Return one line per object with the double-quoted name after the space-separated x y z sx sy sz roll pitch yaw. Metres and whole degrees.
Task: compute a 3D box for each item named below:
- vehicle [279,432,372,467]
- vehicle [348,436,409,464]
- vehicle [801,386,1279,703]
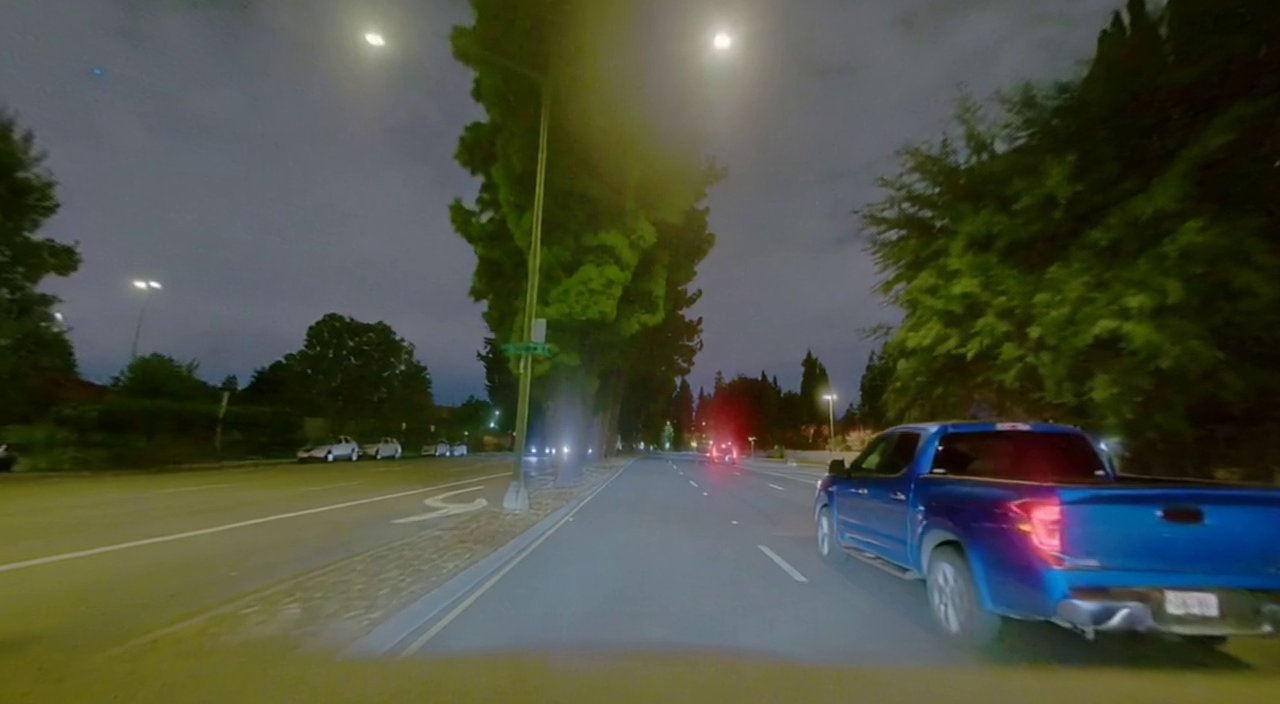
-18.242 5.712 37.007 2.398 1.883 5.729 -1 -8 2 "vehicle"
-18.060 6.763 43.758 2.051 1.821 4.721 0 -8 2 "vehicle"
3.112 1.374 5.630 2.108 1.712 4.616 0 -8 0 "vehicle"
